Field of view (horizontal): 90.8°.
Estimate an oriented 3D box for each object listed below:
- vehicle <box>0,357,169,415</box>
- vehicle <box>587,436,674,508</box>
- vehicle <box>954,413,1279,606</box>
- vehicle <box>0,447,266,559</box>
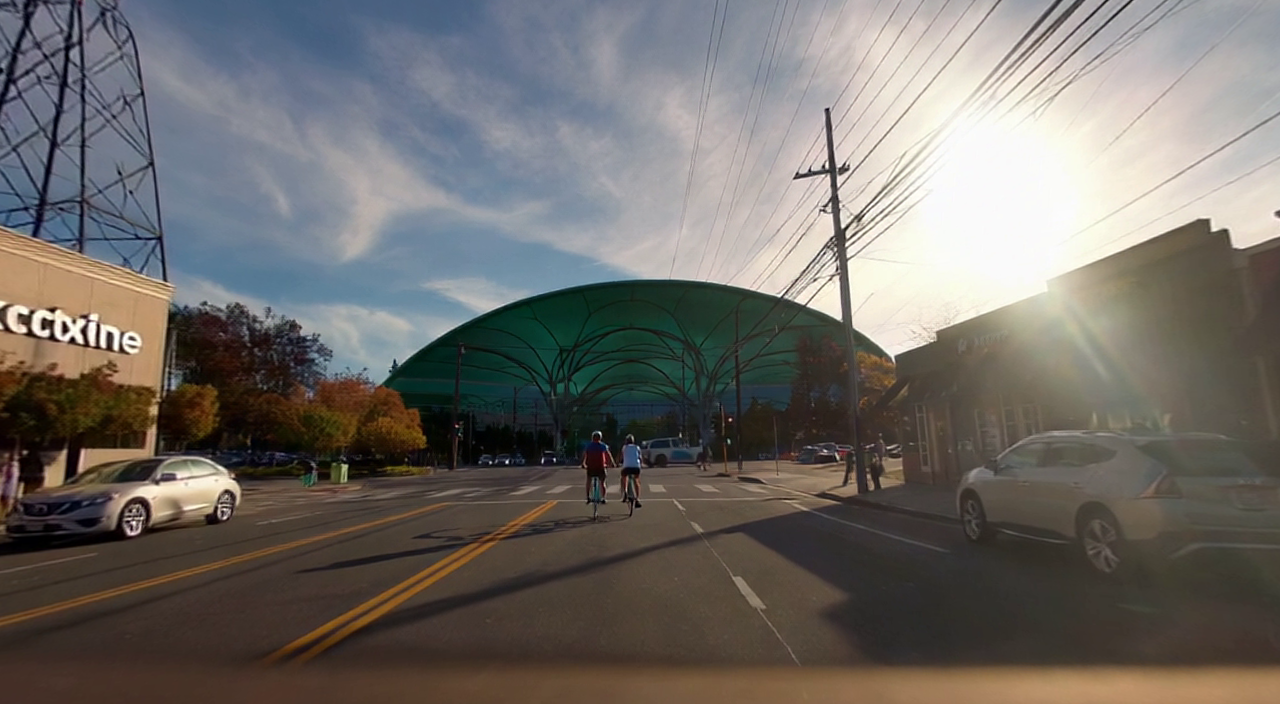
[{"bbox_3d":[-17.098,1.090,19.445,3.685,1.584,1.708,1,-9,-3],"label":"vehicle"},{"bbox_3d":[-0.202,3.317,17.966,2.190,1.783,4.048,0,-8,1],"label":"vehicle"},{"bbox_3d":[5.825,1.703,7.712,1.873,1.714,3.979,0,-8,-1],"label":"vehicle"},{"bbox_3d":[-10.224,2.871,12.974,2.075,1.816,4.900,0,-8,-1],"label":"vehicle"}]
